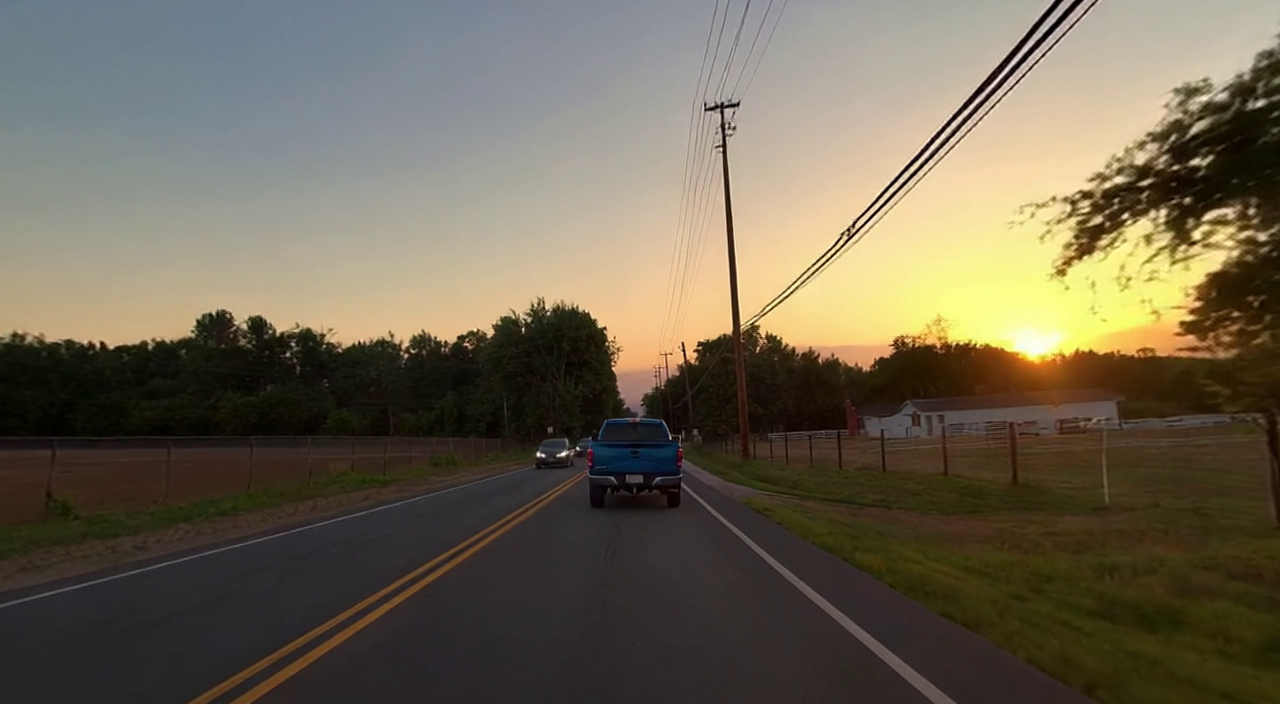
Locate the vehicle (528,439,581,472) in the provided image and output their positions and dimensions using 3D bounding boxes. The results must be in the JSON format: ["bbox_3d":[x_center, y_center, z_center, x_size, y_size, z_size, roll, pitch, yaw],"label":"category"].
[{"bbox_3d":[-4.153,5.118,31.409,1.935,1.489,4.495,0,-8,1],"label":"vehicle"}]

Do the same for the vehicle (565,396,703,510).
[{"bbox_3d":[-0.169,2.412,15.376,2.693,2.223,5.885,0,-8,-1],"label":"vehicle"}]
